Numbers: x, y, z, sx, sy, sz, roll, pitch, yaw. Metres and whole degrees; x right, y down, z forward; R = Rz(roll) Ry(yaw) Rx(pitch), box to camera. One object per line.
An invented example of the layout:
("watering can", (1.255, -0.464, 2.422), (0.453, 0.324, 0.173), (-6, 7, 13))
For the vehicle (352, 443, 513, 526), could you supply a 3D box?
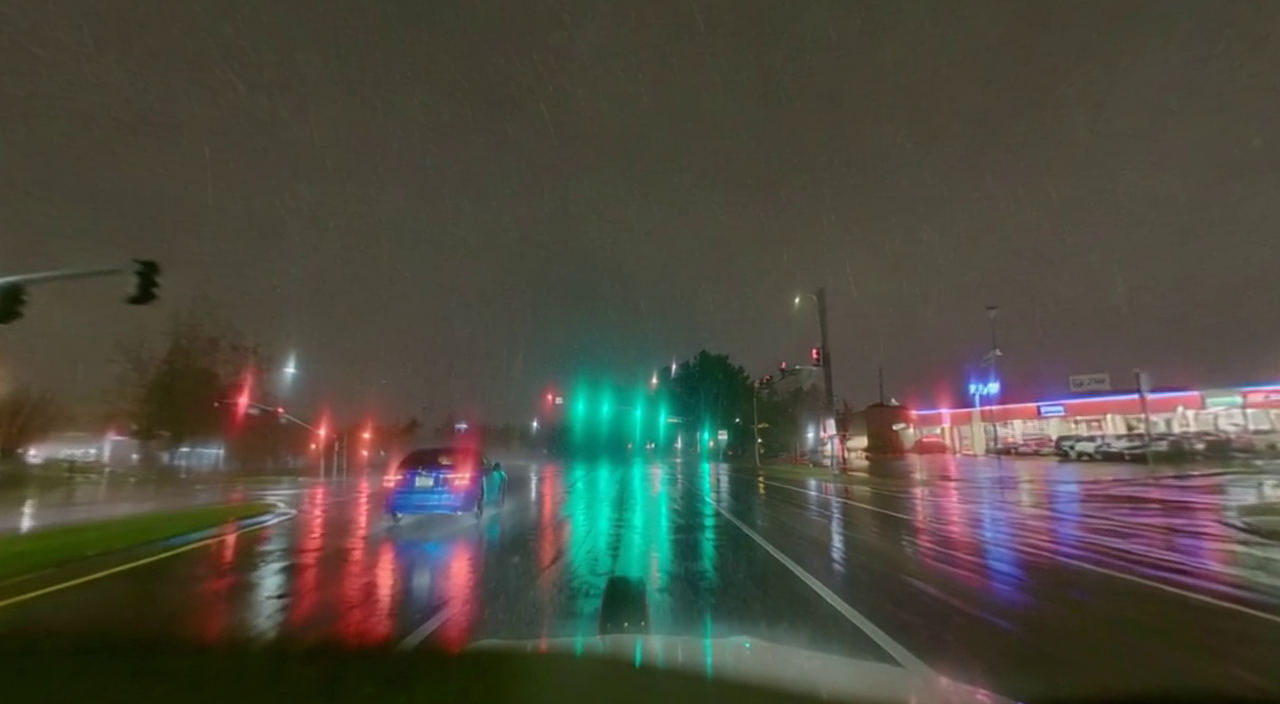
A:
("vehicle", (-4.190, 2.718, 13.643), (2.082, 1.460, 4.636), (0, -8, -2))
